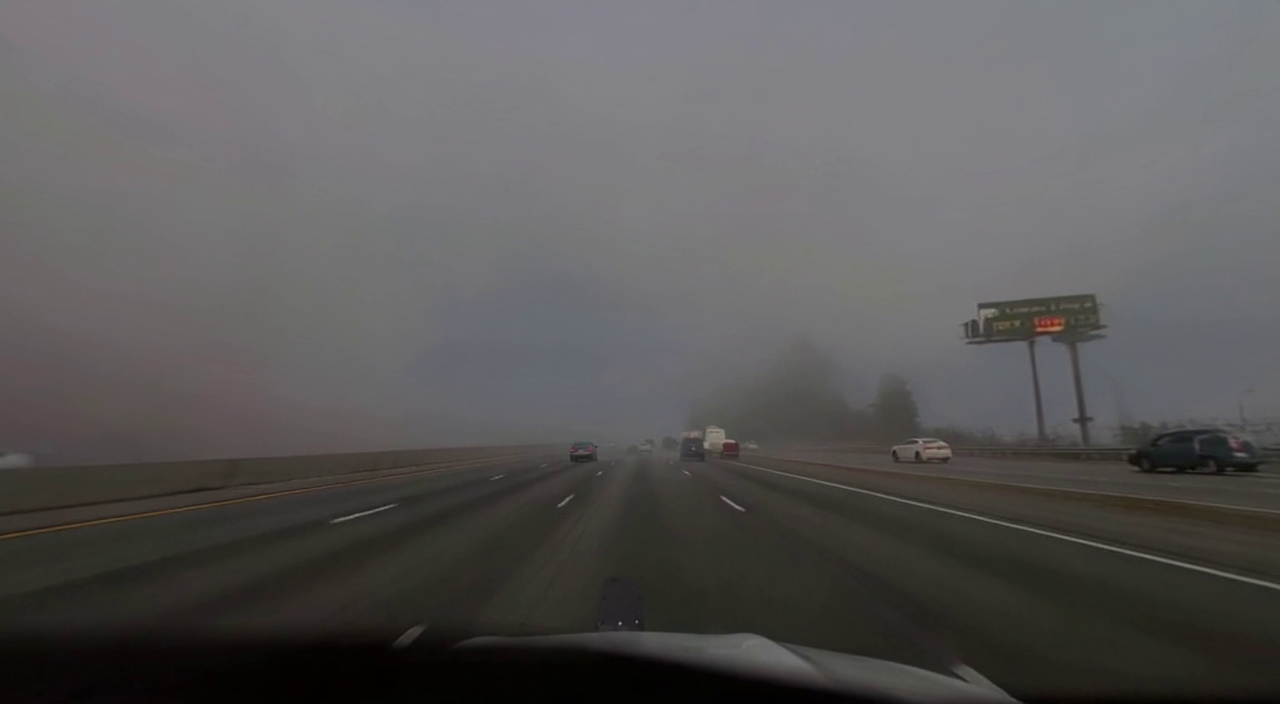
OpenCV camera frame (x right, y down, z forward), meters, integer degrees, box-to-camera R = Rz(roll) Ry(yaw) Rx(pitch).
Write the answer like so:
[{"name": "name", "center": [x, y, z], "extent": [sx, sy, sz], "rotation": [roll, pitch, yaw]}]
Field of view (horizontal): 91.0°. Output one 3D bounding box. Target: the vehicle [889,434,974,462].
[{"name": "vehicle", "center": [20.735, 6.876, 45.093], "extent": [2.261, 1.824, 5.678], "rotation": [2, -9, -17]}]

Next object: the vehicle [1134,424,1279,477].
[{"name": "vehicle", "center": [23.128, 3.901, 24.970], "extent": [2.139, 1.881, 5.005], "rotation": [3, -9, -20]}]

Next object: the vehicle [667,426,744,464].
[{"name": "vehicle", "center": [3.823, 6.051, 40.857], "extent": [3.042, 2.004, 14.051], "rotation": [0, -8, -2]}]

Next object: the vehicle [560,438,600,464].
[{"name": "vehicle", "center": [-3.663, 6.100, 39.004], "extent": [2.066, 1.500, 4.415], "rotation": [0, -8, 0]}]
